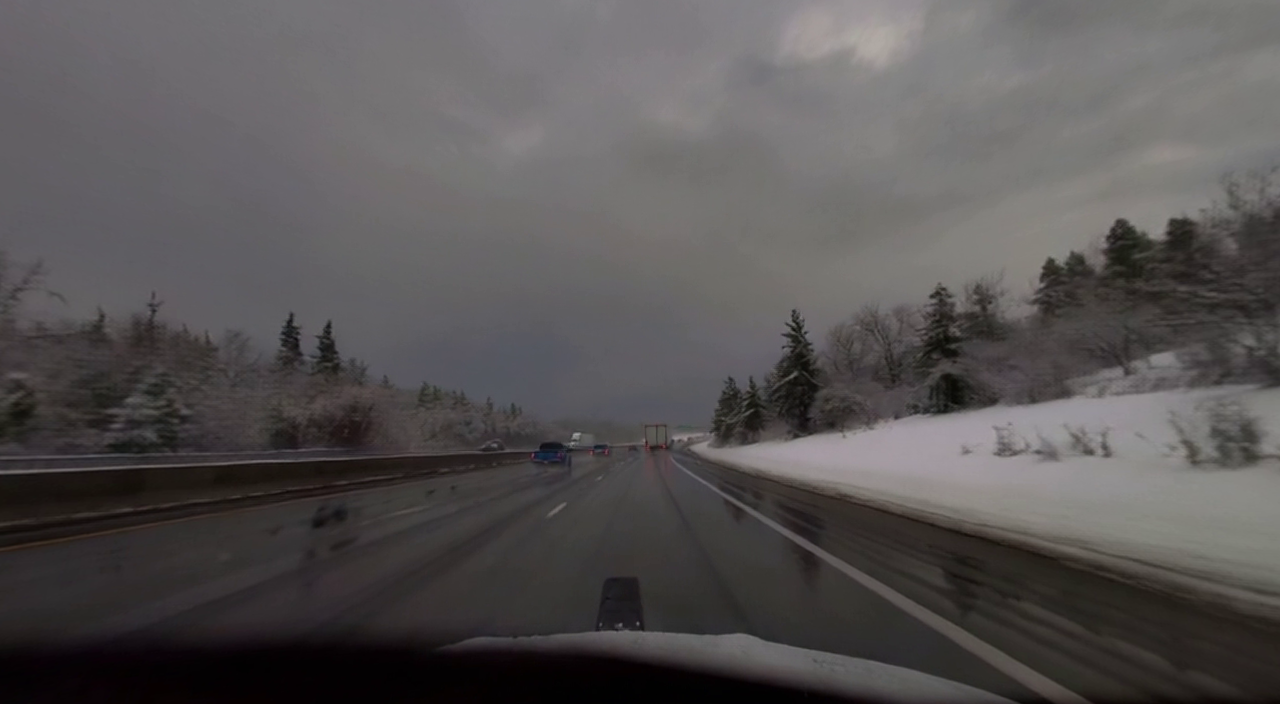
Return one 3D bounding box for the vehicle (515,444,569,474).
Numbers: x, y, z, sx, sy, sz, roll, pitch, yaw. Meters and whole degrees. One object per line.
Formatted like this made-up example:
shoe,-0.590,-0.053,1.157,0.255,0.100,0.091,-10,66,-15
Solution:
vehicle,-5.031,5.556,32.979,2.078,1.469,4.371,0,-9,0
